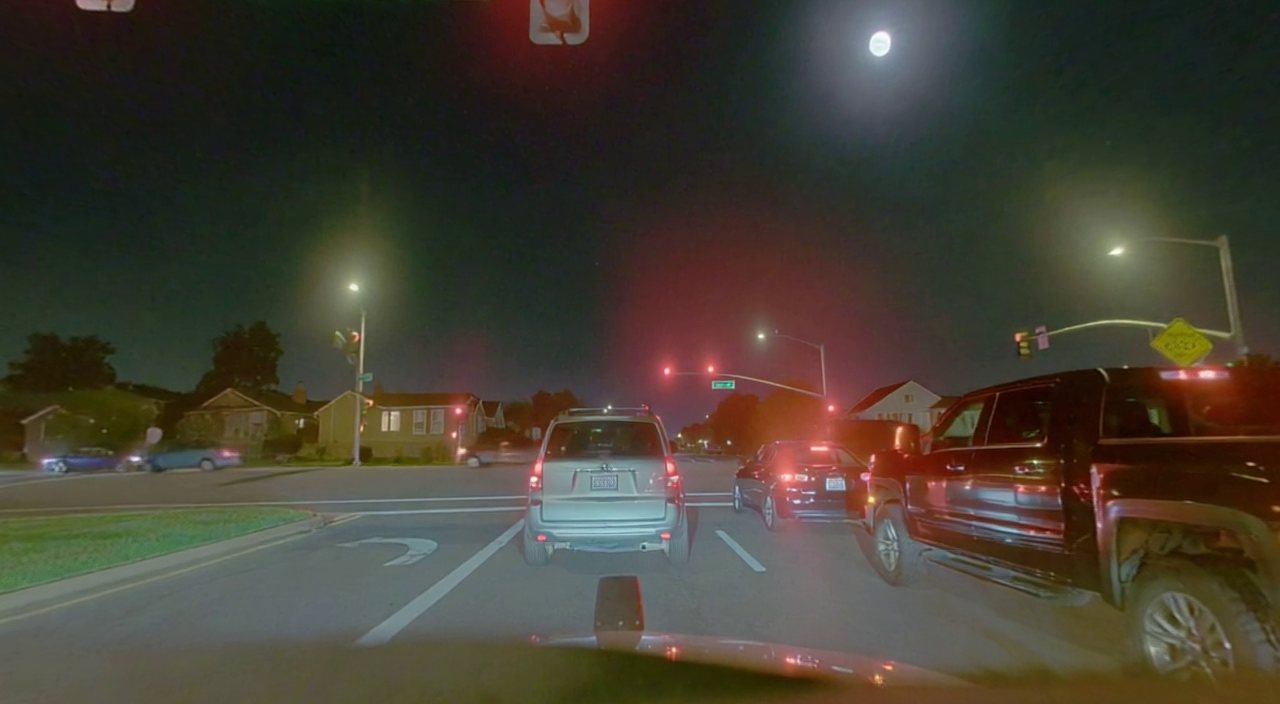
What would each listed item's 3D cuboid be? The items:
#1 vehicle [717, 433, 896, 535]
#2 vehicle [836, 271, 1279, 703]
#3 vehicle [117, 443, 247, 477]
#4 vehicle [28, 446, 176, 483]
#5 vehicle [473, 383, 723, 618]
[{"bbox_3d":[2.721,2.263,11.527,1.952,1.465,4.421,0,-8,-2],"label":"vehicle"},{"bbox_3d":[2.985,0.939,3.872,1.886,1.849,5.070,0,-8,-1],"label":"vehicle"},{"bbox_3d":[-22.107,5.203,30.666,4.718,1.530,1.747,1,-8,-9],"label":"vehicle"},{"bbox_3d":[-22.904,4.784,27.062,4.533,1.350,1.714,0,-7,-9],"label":"vehicle"},{"bbox_3d":[-0.272,1.382,6.614,1.915,1.780,3.379,0,-8,2],"label":"vehicle"}]
